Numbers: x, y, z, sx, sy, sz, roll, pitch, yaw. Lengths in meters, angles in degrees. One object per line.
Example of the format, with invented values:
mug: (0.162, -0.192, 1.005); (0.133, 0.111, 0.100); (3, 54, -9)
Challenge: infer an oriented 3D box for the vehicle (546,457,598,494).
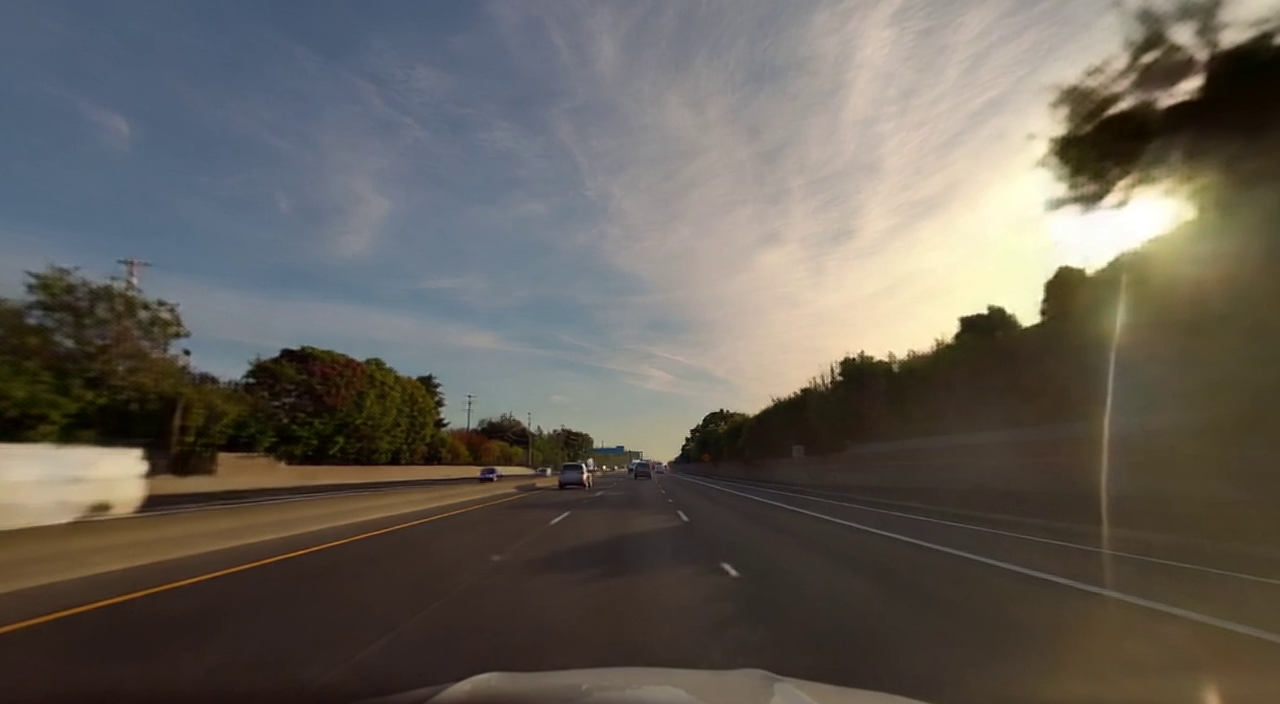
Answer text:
vehicle: (-3.622, 6.746, 34.524); (2.233, 1.791, 4.981); (1, -10, 1)

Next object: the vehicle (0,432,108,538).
vehicle: (-12.797, 2.379, 11.302); (2.301, 1.905, 4.663); (1, -10, 0)
